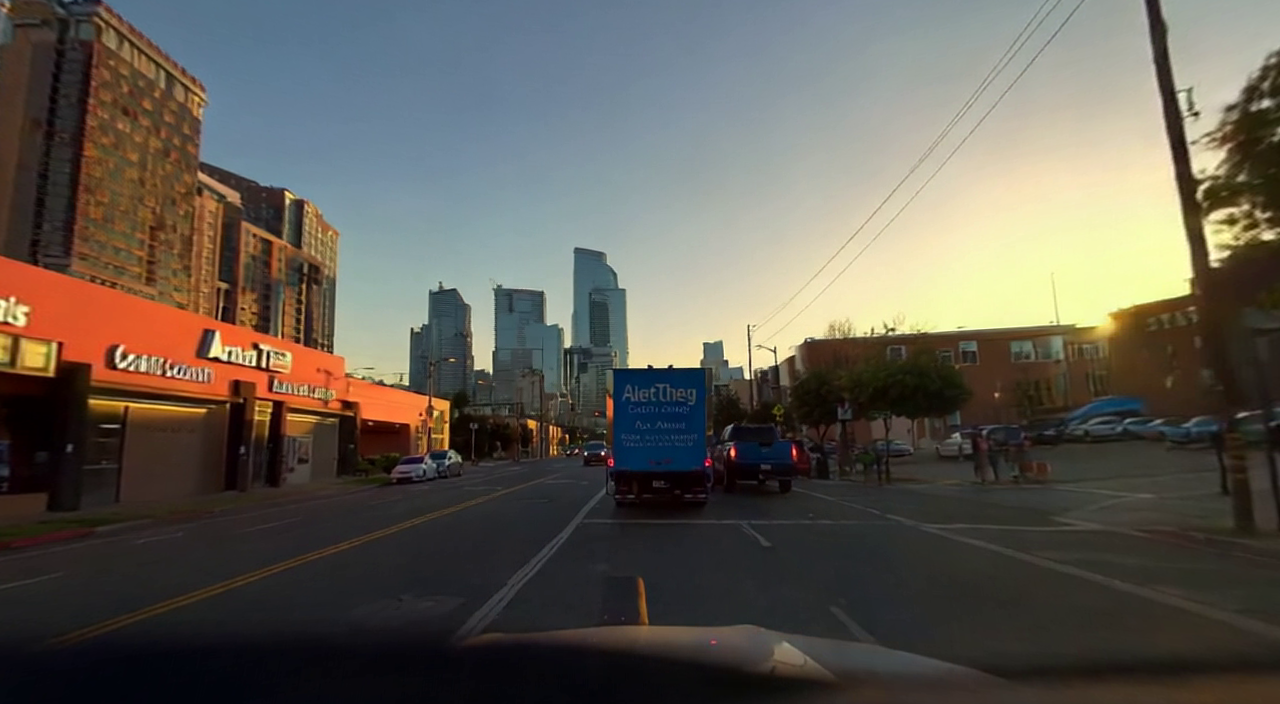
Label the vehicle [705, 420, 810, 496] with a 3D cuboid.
[{"bbox_3d":[3.478,3.289,19.857,2.346,2.062,5.236,0,-9,1],"label":"vehicle"}]

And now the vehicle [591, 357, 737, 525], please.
[{"bbox_3d":[0.304,1.999,14.130,2.517,2.926,6.177,0,-9,-2],"label":"vehicle"}]

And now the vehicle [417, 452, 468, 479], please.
[{"bbox_3d":[-13.041,7.503,41.789,1.943,1.682,4.365,0,-9,0],"label":"vehicle"}]

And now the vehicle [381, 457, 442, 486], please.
[{"bbox_3d":[-13.203,6.906,36.559,1.901,1.508,4.405,0,-9,0],"label":"vehicle"}]
